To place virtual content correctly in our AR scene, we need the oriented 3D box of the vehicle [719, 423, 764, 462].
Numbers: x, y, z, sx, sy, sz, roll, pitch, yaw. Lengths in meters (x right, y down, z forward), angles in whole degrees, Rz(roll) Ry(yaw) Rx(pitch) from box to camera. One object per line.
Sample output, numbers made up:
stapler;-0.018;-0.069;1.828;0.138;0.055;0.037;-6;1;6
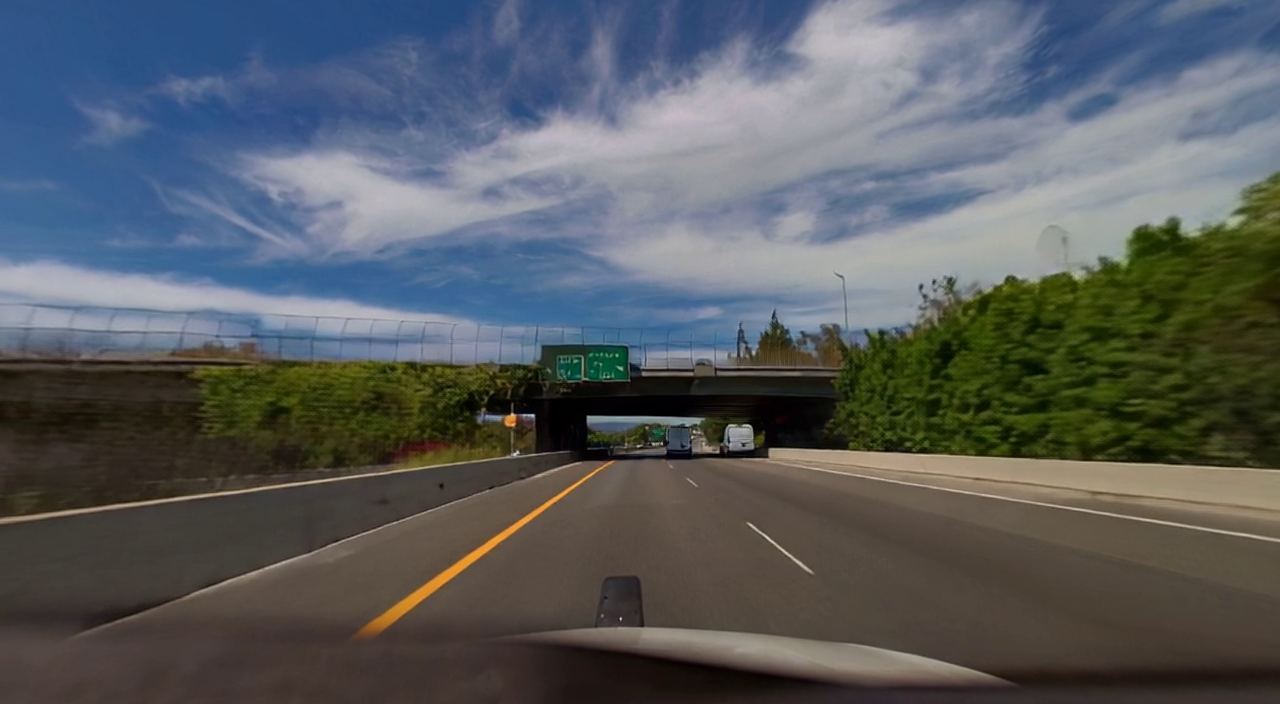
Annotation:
vehicle;7.705;6.971;48.370;2.379;2.819;6.294;0;-8;0
